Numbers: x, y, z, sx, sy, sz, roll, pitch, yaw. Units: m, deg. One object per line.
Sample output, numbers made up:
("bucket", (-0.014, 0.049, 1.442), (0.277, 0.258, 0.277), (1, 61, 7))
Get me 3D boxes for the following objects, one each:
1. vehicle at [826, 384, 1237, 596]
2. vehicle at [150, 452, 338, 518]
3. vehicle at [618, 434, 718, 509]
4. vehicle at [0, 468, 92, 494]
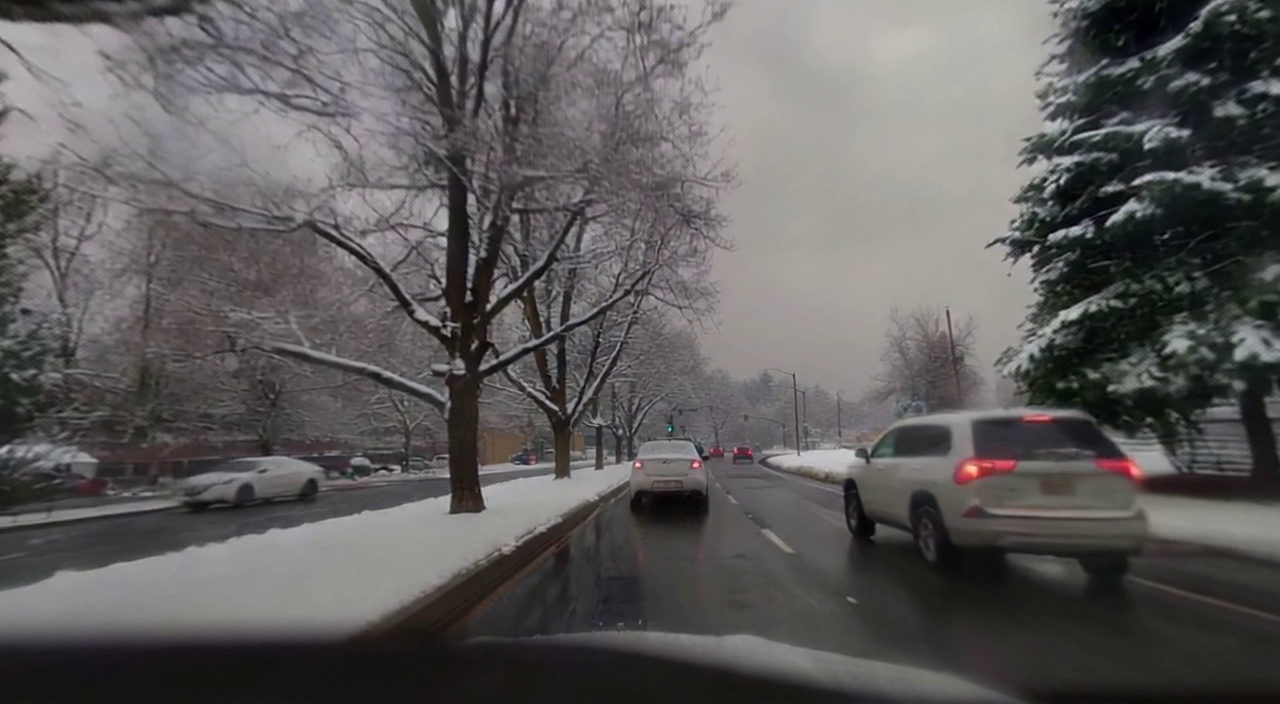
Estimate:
("vehicle", (4.164, 1.569, 8.158), (1.953, 1.818, 5.299), (0, -8, 1))
("vehicle", (-10.838, 3.630, 17.821), (2.027, 1.511, 4.711), (-1, -8, 4))
("vehicle", (0.735, 2.862, 15.621), (2.154, 1.585, 3.997), (-1, -8, 4))
("vehicle", (-39.103, 8.459, 41.561), (4.279, 1.561, 2.022), (-1, -8, 7))
